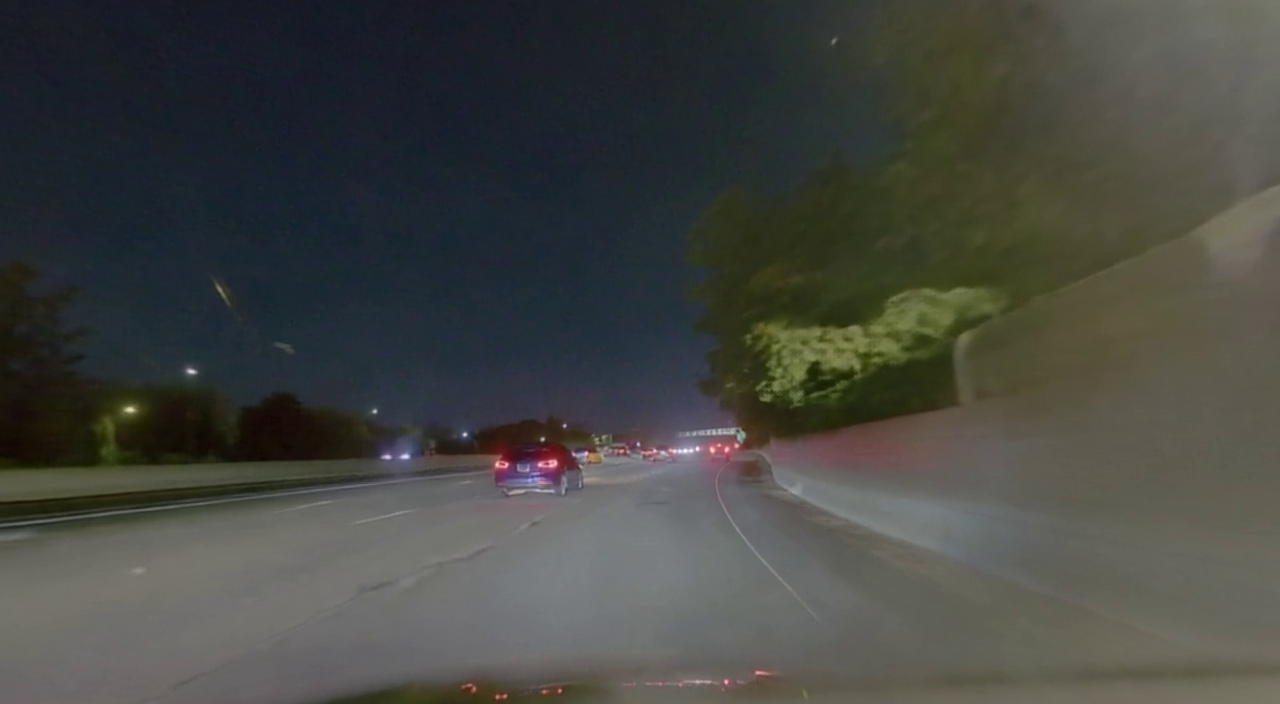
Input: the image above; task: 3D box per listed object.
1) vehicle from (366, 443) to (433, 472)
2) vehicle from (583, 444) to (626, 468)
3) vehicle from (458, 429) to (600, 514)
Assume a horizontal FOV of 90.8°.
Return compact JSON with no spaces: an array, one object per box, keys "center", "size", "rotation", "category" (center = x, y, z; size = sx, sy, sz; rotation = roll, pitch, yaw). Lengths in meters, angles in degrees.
[{"center":[-15.086,6.642,39.948],"size":[1.918,1.628,4.502],"rotation":[-1,-9,9],"category":"vehicle"},{"center":[-2.296,6.931,42.290],"size":[1.860,1.442,4.332],"rotation":[-1,-9,10],"category":"vehicle"},{"center":[-2.373,2.730,14.943],"size":[2.082,1.638,4.644],"rotation":[0,-9,6],"category":"vehicle"}]
